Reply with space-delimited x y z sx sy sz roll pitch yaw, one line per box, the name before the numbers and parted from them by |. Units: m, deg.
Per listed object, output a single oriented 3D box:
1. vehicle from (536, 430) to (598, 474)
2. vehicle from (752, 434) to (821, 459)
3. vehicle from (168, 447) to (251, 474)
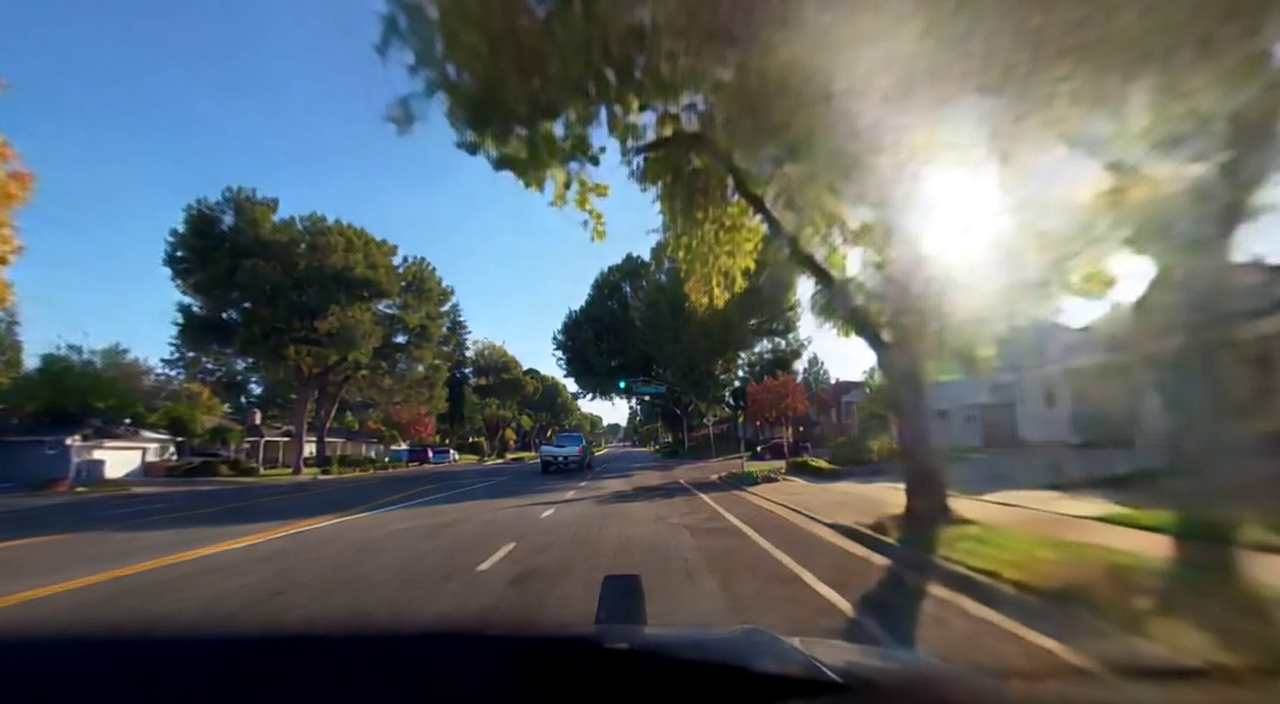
vehicle | -3.613 5.156 32.699 2.508 2.001 5.880 0 -9 0
vehicle | 10.627 6.894 46.141 4.500 1.761 1.975 0 -9 1
vehicle | -28.920 7.317 42.582 4.092 1.624 1.965 0 -11 -12
